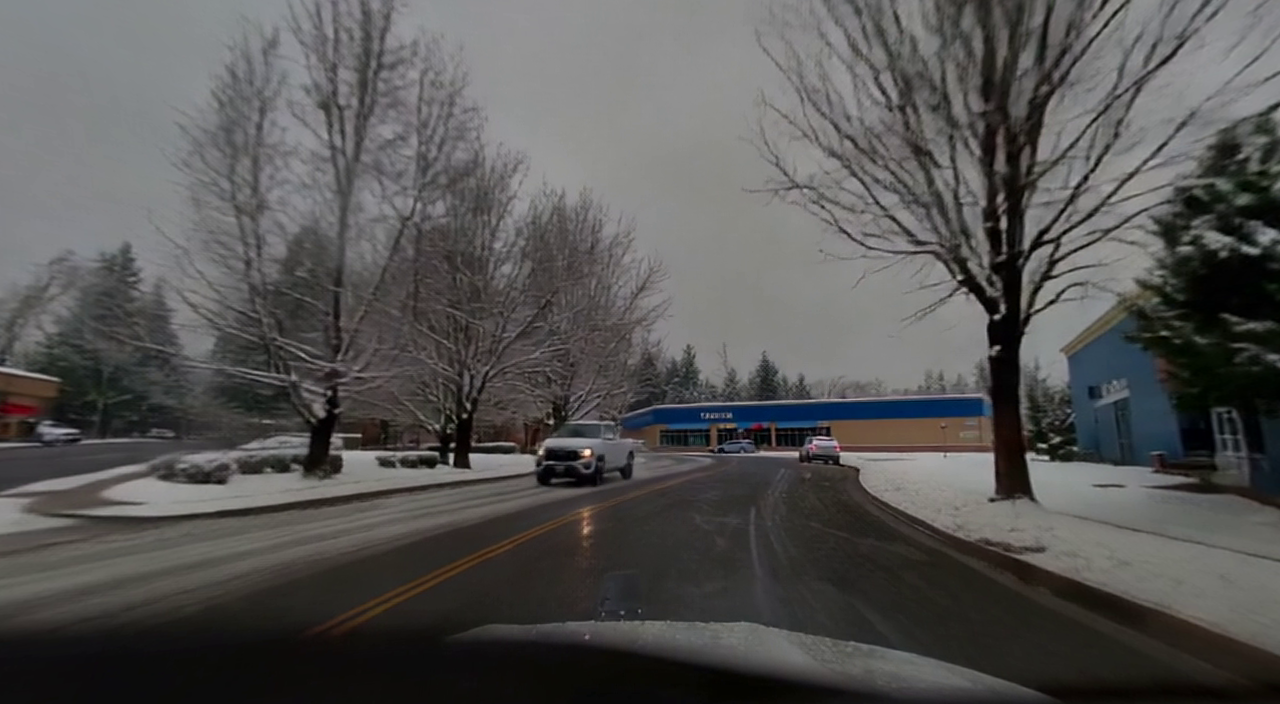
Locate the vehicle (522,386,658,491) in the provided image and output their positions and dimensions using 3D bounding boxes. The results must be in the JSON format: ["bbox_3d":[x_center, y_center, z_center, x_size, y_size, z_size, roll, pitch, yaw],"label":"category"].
[{"bbox_3d":[-1.294,2.824,20.425,2.674,2.815,6.582,-2,-9,11],"label":"vehicle"}]

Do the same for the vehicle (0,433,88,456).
[{"bbox_3d":[-43.820,6.731,45.967,5.069,1.627,1.868,4,-10,-29],"label":"vehicle"}]

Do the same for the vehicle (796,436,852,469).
[{"bbox_3d":[10.566,5.828,36.724,2.292,1.767,5.128,-1,-9,7],"label":"vehicle"}]
